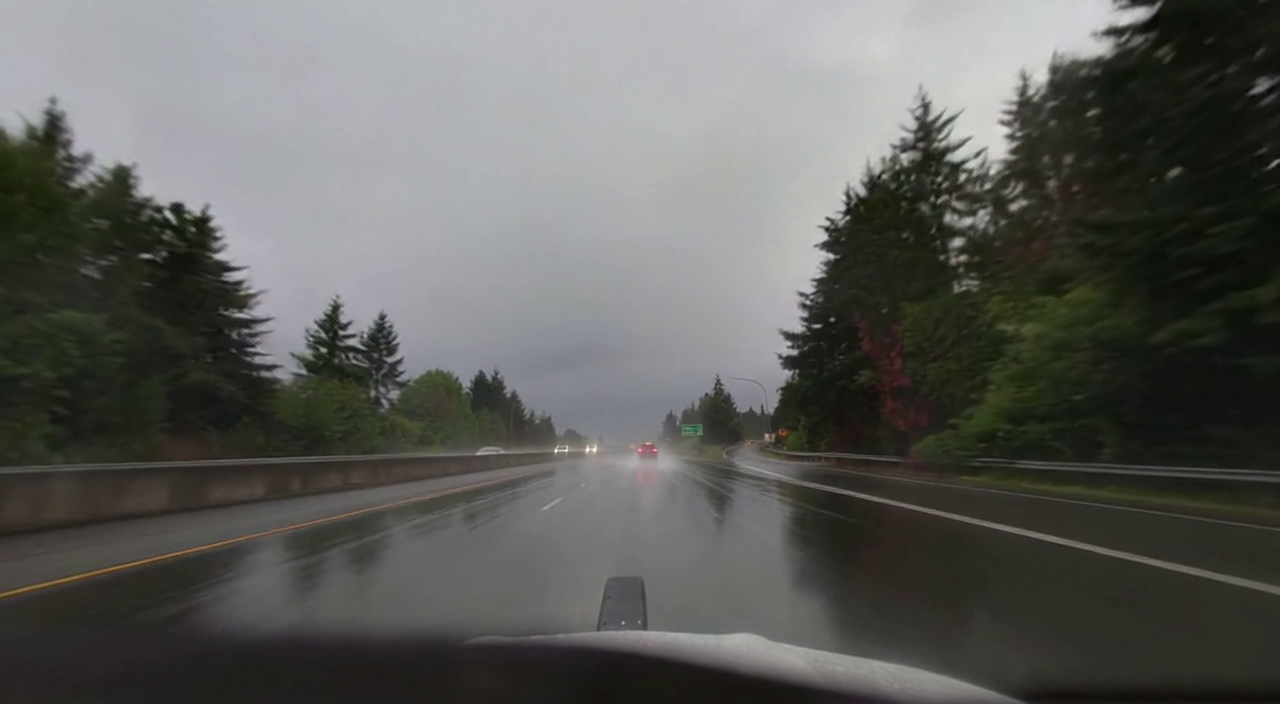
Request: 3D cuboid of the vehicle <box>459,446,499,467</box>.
[{"bbox_3d":[-12.421,8.060,48.771,1.898,1.514,4.398,0,-9,0],"label":"vehicle"}]
